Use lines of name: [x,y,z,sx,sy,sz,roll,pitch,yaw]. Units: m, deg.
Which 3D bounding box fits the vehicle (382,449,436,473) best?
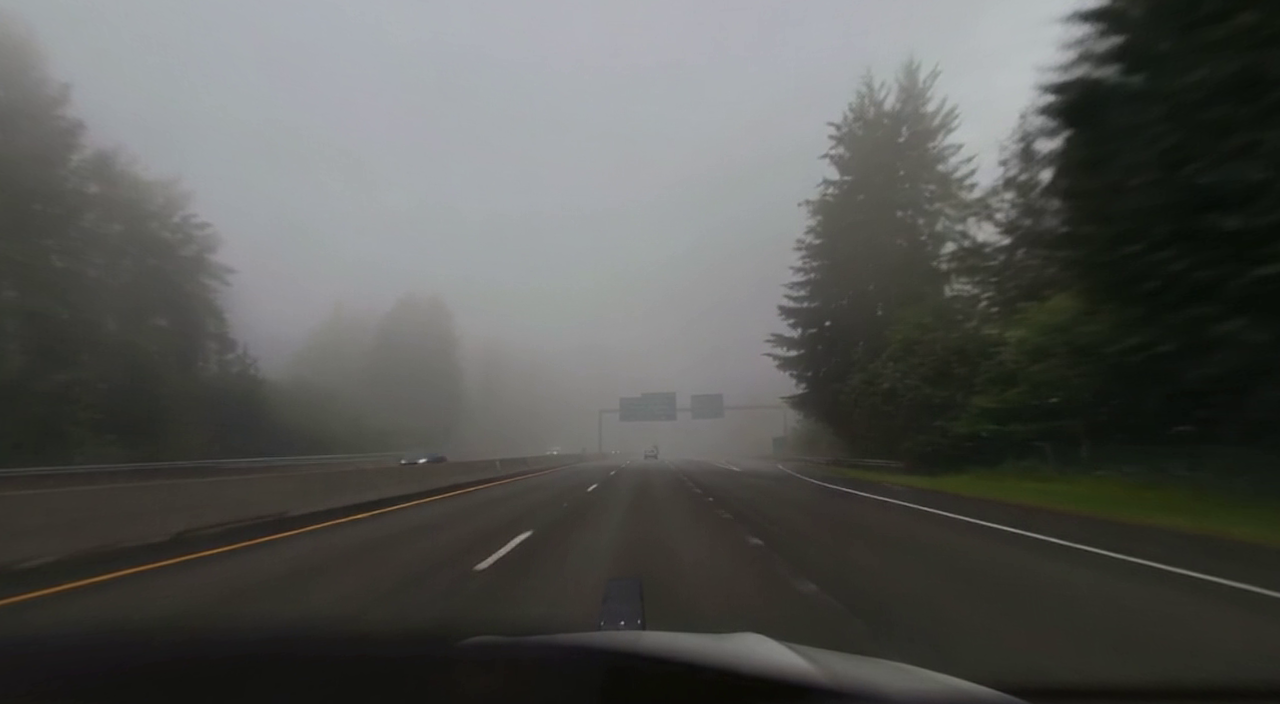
vehicle: [-16.197,7.641,44.405,2.014,1.616,4.329,0,-9,2]
